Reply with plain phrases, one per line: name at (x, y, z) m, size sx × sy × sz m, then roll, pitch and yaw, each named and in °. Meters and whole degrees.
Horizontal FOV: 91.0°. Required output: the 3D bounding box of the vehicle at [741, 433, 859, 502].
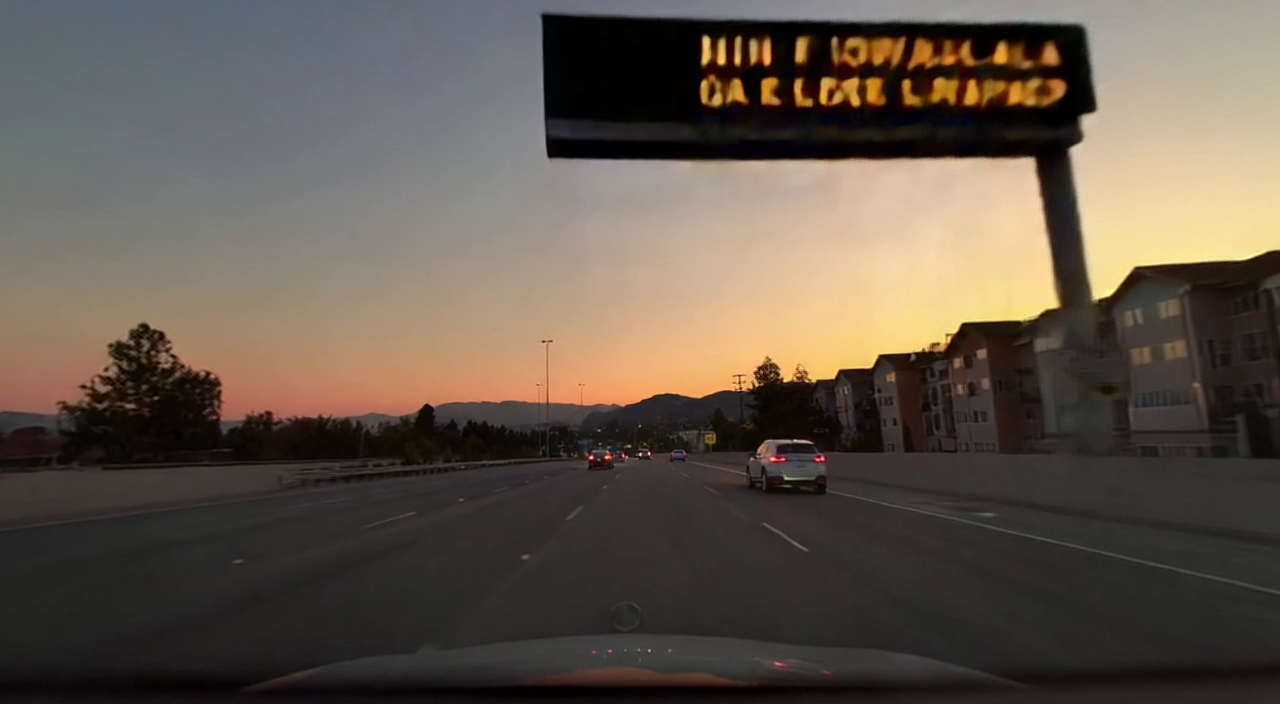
vehicle at (4.503, 3.335, 18.584) m, size 2.170 × 1.733 × 4.631 m, roll 0°, pitch -9°, yaw -1°

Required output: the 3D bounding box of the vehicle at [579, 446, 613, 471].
vehicle at (-3.113, 7.673, 45.625) m, size 2.075 × 1.721 × 4.763 m, roll 0°, pitch -9°, yaw 0°
